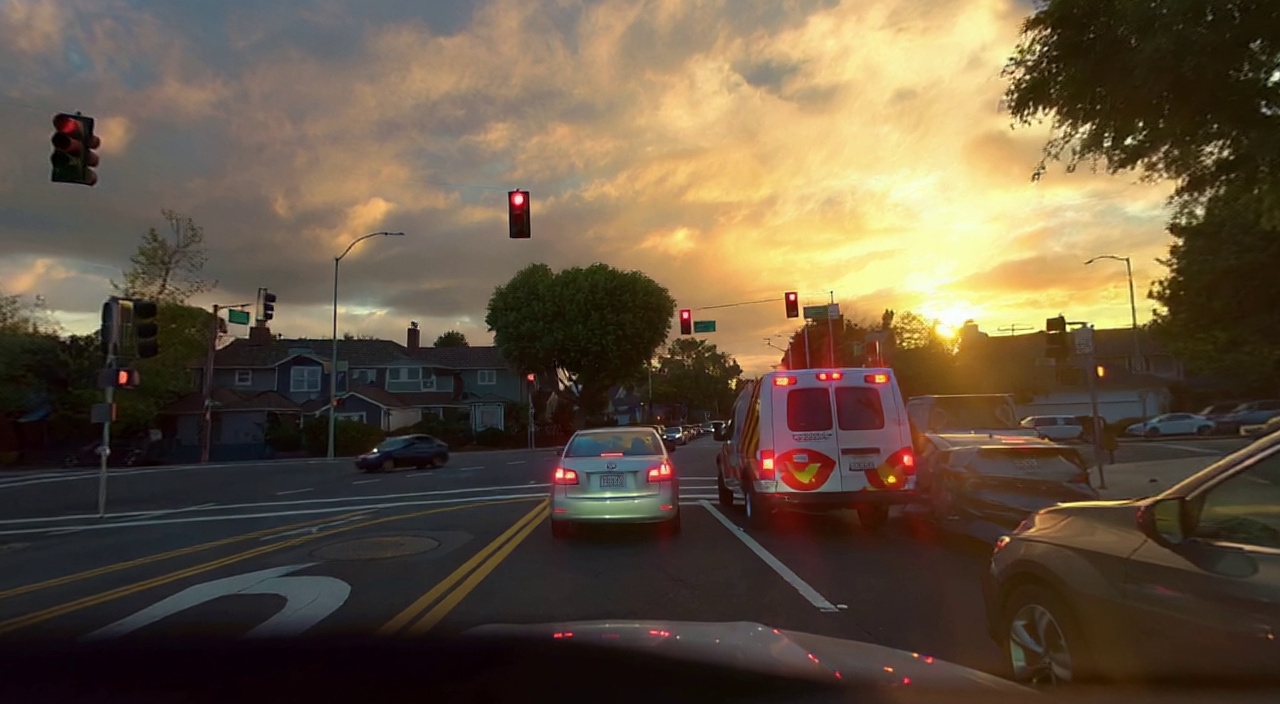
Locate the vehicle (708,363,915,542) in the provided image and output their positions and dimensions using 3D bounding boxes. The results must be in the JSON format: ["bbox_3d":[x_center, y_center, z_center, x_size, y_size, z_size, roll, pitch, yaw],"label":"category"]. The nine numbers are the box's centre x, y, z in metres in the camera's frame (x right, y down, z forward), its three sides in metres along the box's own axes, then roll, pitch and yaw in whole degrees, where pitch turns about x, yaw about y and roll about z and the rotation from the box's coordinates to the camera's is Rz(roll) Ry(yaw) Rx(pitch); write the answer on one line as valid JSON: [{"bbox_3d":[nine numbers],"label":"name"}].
[{"bbox_3d":[2.876,1.898,12.370,2.406,2.687,5.521,0,-8,-1],"label":"vehicle"}]

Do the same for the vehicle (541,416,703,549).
[{"bbox_3d":[-0.274,1.977,10.195,2.114,1.707,3.725,0,-8,-1],"label":"vehicle"}]

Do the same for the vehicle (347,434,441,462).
[{"bbox_3d":[-13.920,5.443,35.968,4.531,1.492,1.951,8,-11,-43],"label":"vehicle"}]

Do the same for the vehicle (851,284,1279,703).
[{"bbox_3d":[2.849,0.891,2.833,2.194,1.820,4.652,0,-8,0],"label":"vehicle"}]
